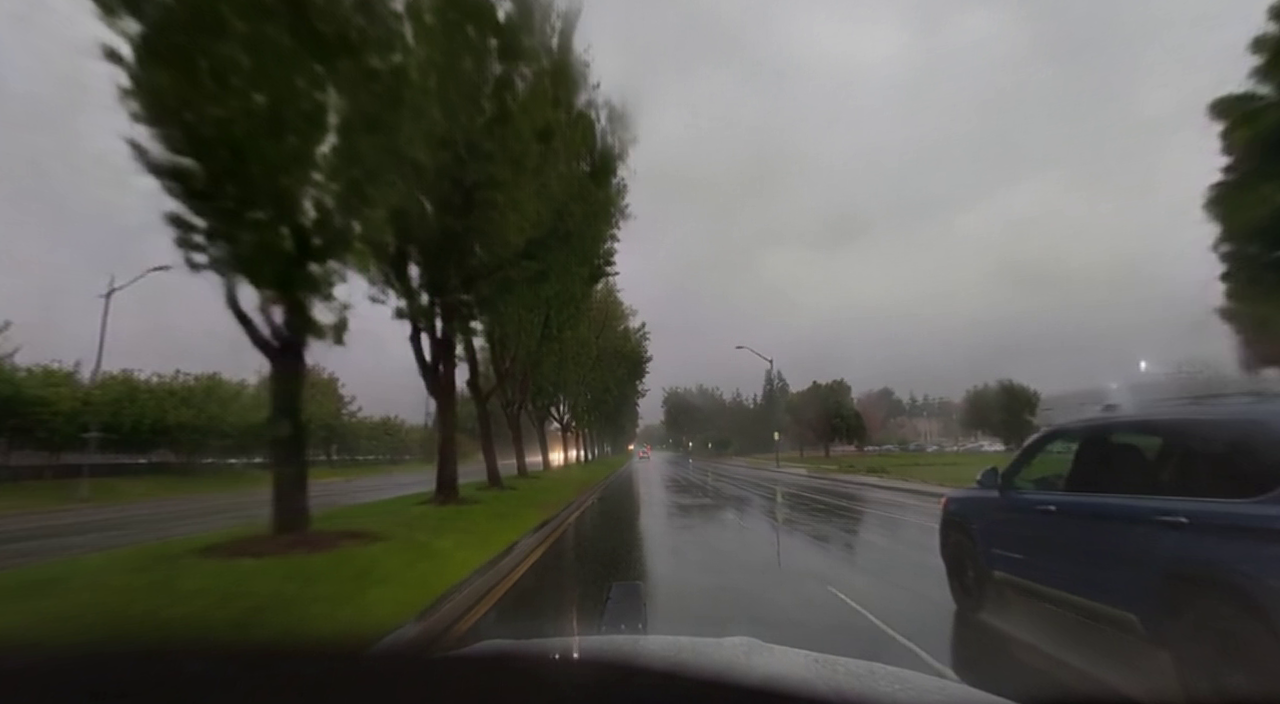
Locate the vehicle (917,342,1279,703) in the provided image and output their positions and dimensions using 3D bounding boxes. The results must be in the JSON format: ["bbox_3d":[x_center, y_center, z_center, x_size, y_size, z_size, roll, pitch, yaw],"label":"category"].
[{"bbox_3d":[3.665,0.968,3.351,2.087,1.759,5.040,0,-9,0],"label":"vehicle"}]
